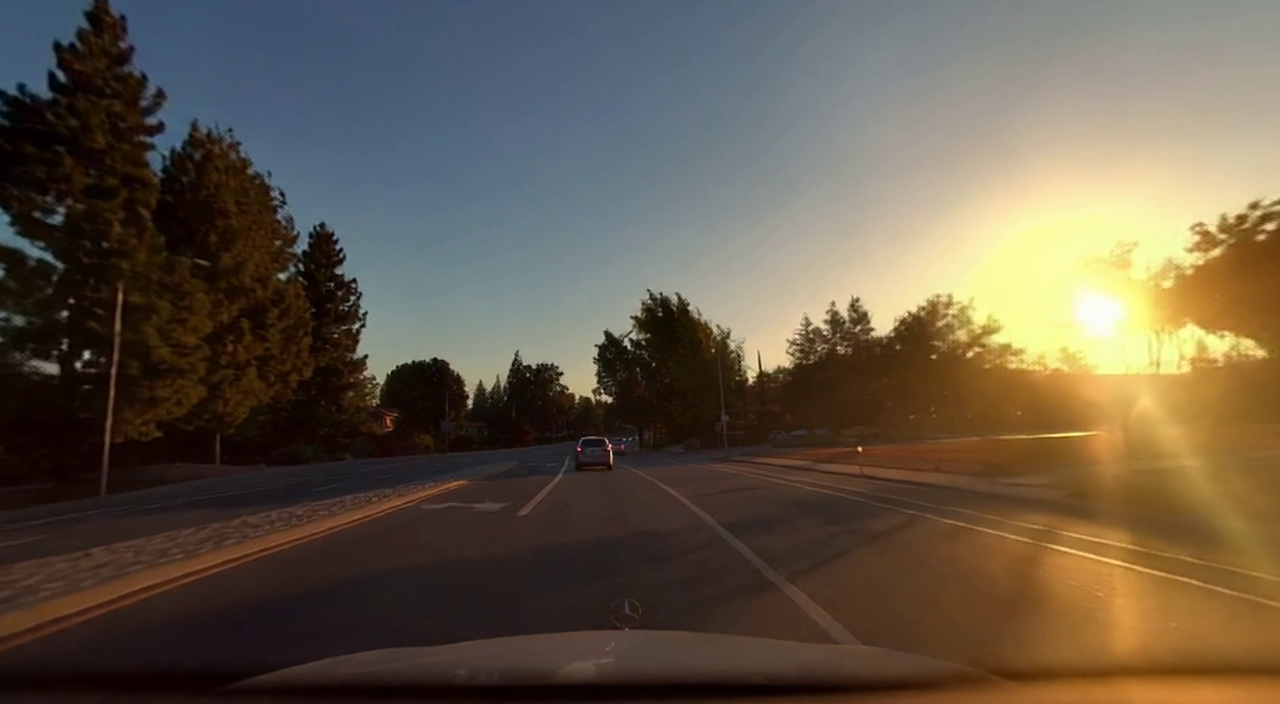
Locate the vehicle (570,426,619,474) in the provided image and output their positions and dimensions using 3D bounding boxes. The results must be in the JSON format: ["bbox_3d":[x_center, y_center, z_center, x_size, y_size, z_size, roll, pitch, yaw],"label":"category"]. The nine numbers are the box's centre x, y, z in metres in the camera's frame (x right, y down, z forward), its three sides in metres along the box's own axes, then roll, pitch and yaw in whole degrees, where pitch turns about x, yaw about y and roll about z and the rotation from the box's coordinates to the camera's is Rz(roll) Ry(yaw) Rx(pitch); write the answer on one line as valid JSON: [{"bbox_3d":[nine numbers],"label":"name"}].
[{"bbox_3d":[-2.181,4.521,29.100,2.072,2.002,4.391,1,-8,-6],"label":"vehicle"}]
